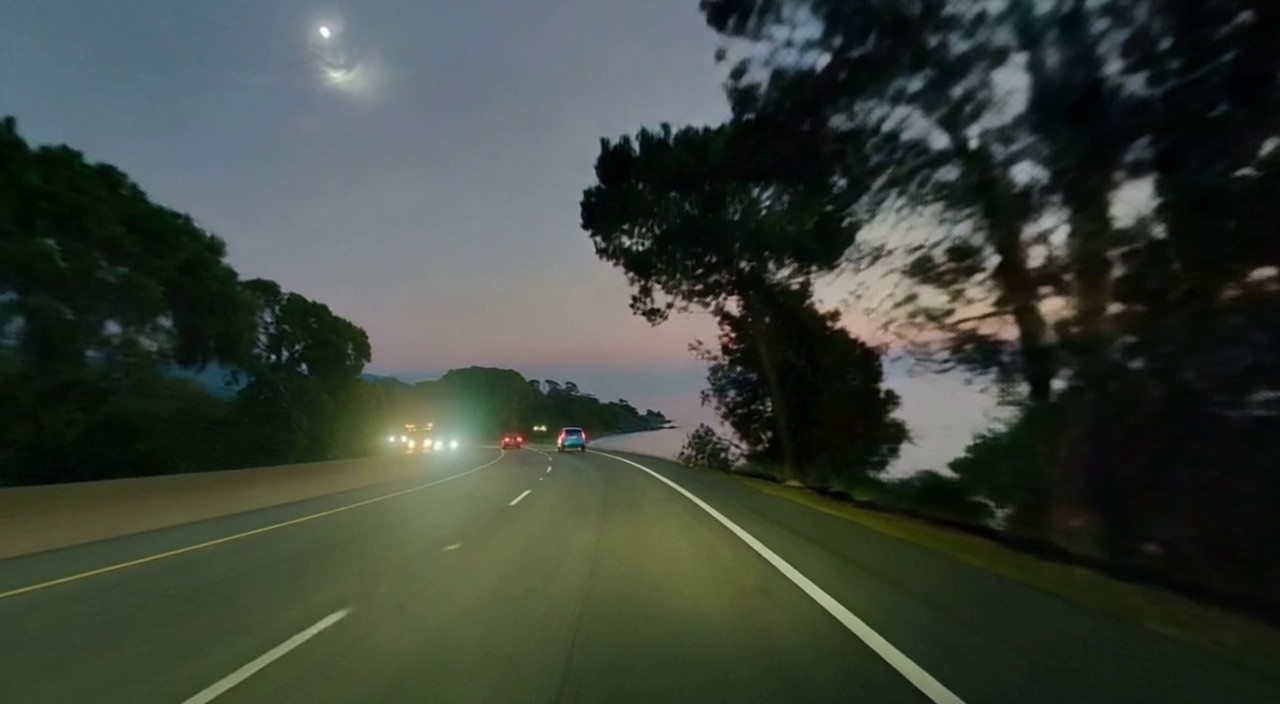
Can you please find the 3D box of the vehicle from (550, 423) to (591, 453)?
[{"bbox_3d":[-5.470,6.741,48.936,2.632,2.162,5.529,1,-9,-12],"label":"vehicle"}]
